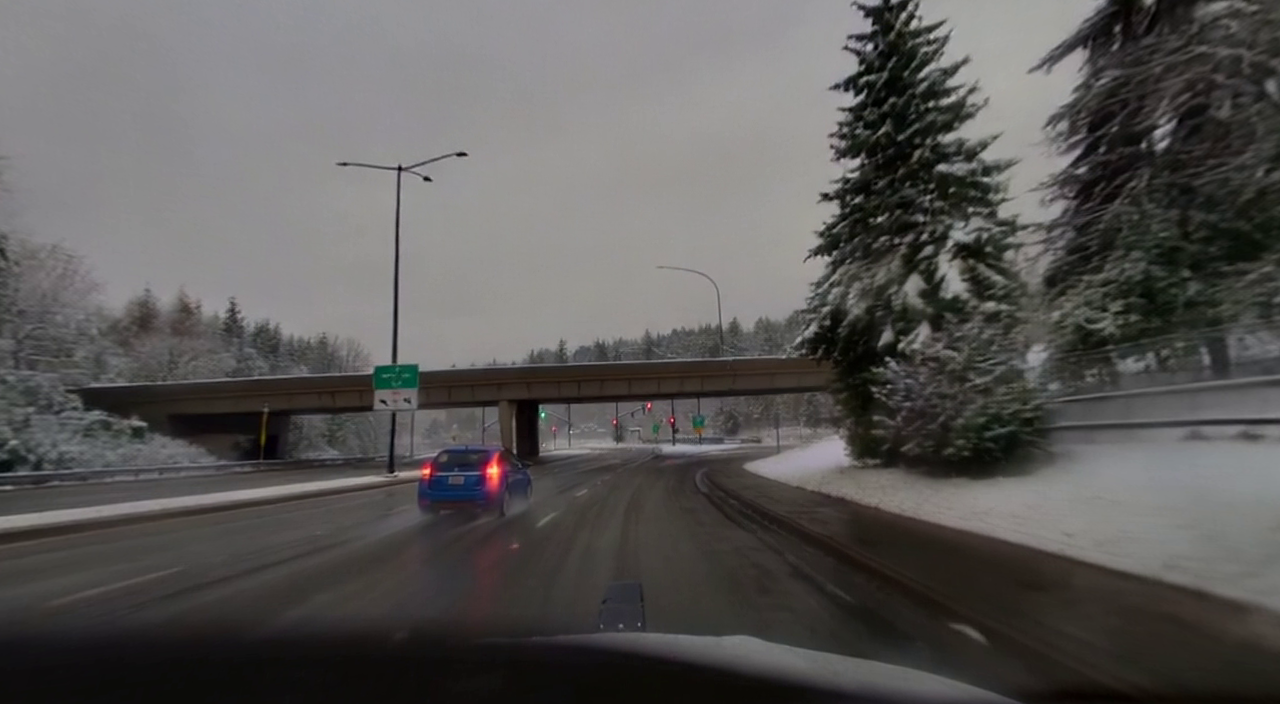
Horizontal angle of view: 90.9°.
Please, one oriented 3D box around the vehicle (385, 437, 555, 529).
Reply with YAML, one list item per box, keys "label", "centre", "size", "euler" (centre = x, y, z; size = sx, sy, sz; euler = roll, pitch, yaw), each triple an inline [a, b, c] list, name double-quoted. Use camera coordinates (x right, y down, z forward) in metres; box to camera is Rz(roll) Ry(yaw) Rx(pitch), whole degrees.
- label: "vehicle"
  centre: [-3.078, 2.499, 12.593]
  size: [1.963, 1.460, 4.614]
  euler: [-1, -9, 2]
